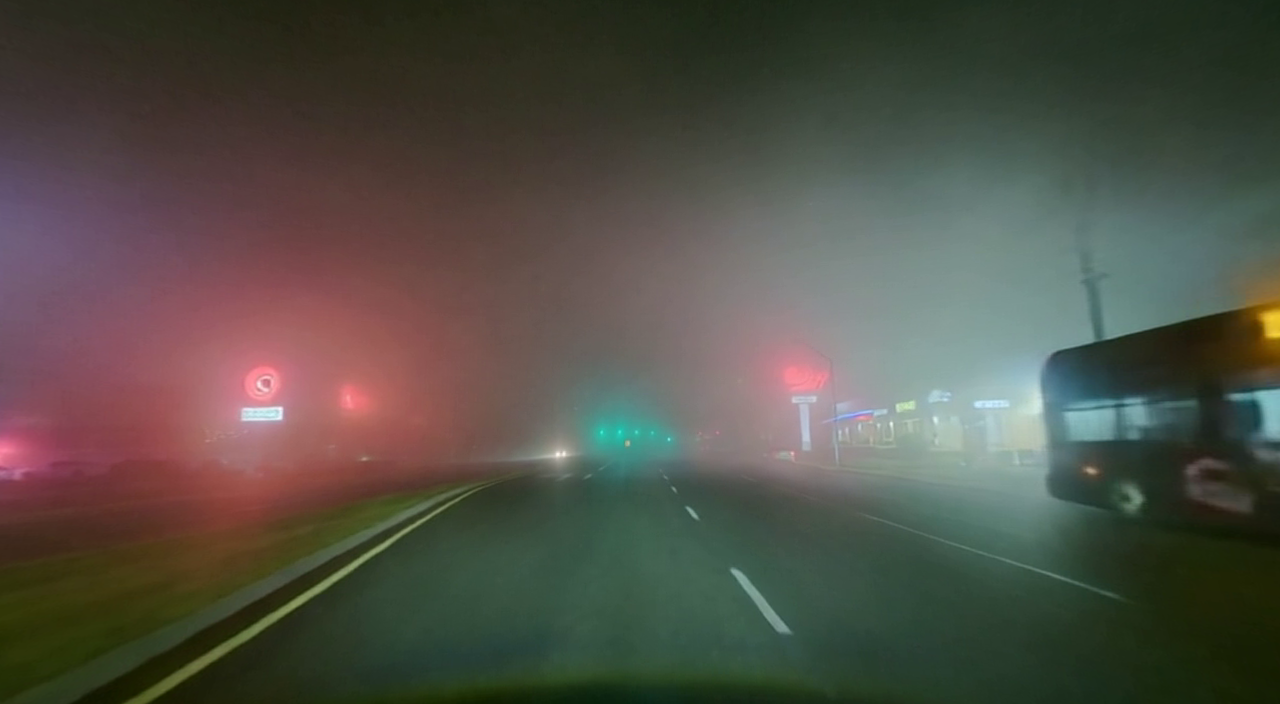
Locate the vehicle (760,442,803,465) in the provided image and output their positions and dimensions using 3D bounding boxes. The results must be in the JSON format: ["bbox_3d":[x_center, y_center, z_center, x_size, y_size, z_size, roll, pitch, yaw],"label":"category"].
[{"bbox_3d":[10.069,7.257,45.309,1.886,1.556,4.513,0,-8,-2],"label":"vehicle"}]

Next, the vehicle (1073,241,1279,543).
[{"bbox_3d":[9.830,0.428,7.588,3.017,3.888,8.508,0,-8,-1],"label":"vehicle"}]
